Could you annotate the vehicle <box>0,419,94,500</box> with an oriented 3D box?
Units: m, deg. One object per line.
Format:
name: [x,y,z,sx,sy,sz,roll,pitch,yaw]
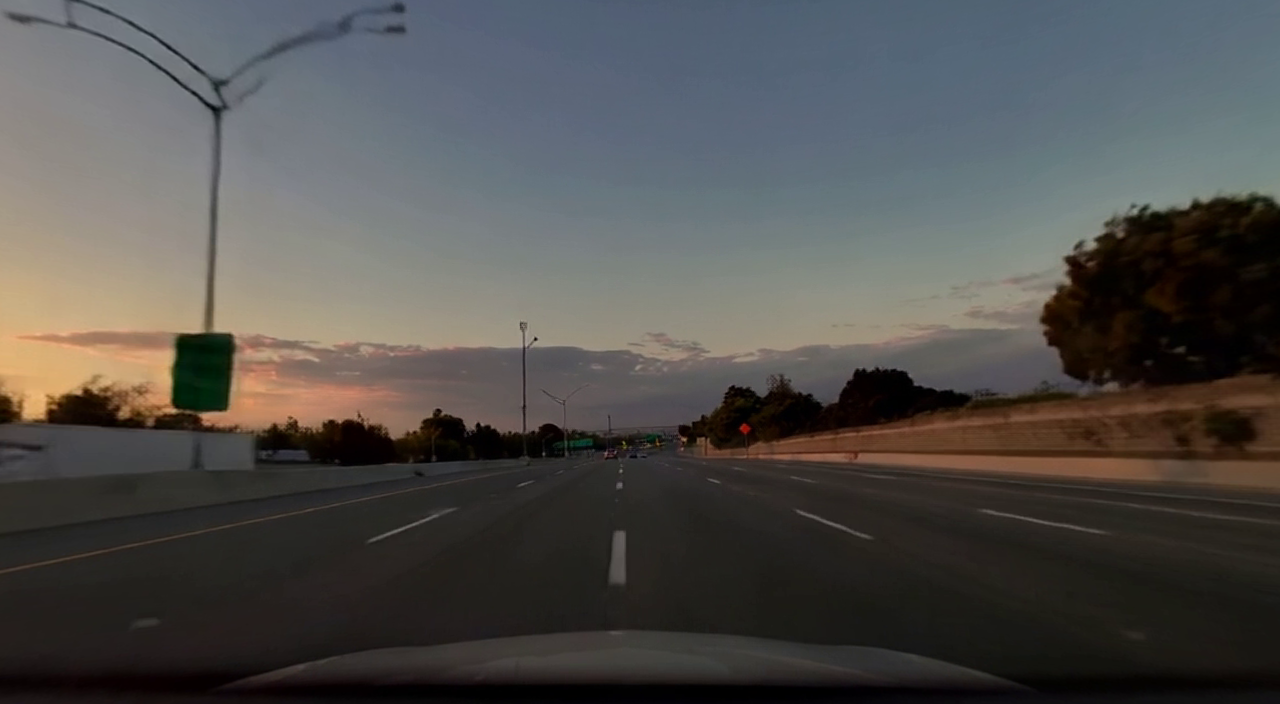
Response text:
vehicle: [-31.308,5.271,31.125,2.910,3.762,6.413,-1,-8,-1]

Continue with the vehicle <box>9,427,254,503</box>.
vehicle: [-31.550,7.114,41.182,2.846,3.937,16.382,0,-8,-1]
